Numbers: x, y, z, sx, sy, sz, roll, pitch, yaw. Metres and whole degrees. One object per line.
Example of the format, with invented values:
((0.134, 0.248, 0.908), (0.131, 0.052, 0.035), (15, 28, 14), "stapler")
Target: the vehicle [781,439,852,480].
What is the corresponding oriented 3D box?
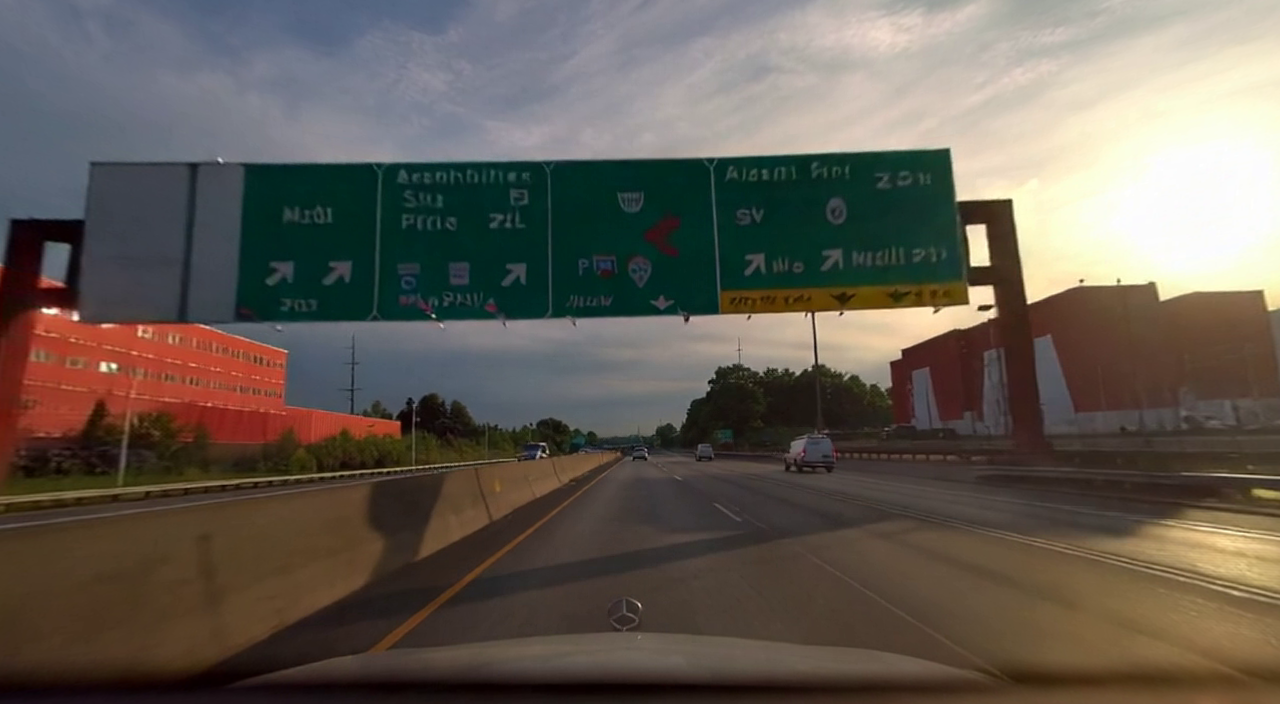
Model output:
((8.912, 5.483, 32.272), (2.156, 1.943, 5.010), (0, -9, 0), "vehicle")
